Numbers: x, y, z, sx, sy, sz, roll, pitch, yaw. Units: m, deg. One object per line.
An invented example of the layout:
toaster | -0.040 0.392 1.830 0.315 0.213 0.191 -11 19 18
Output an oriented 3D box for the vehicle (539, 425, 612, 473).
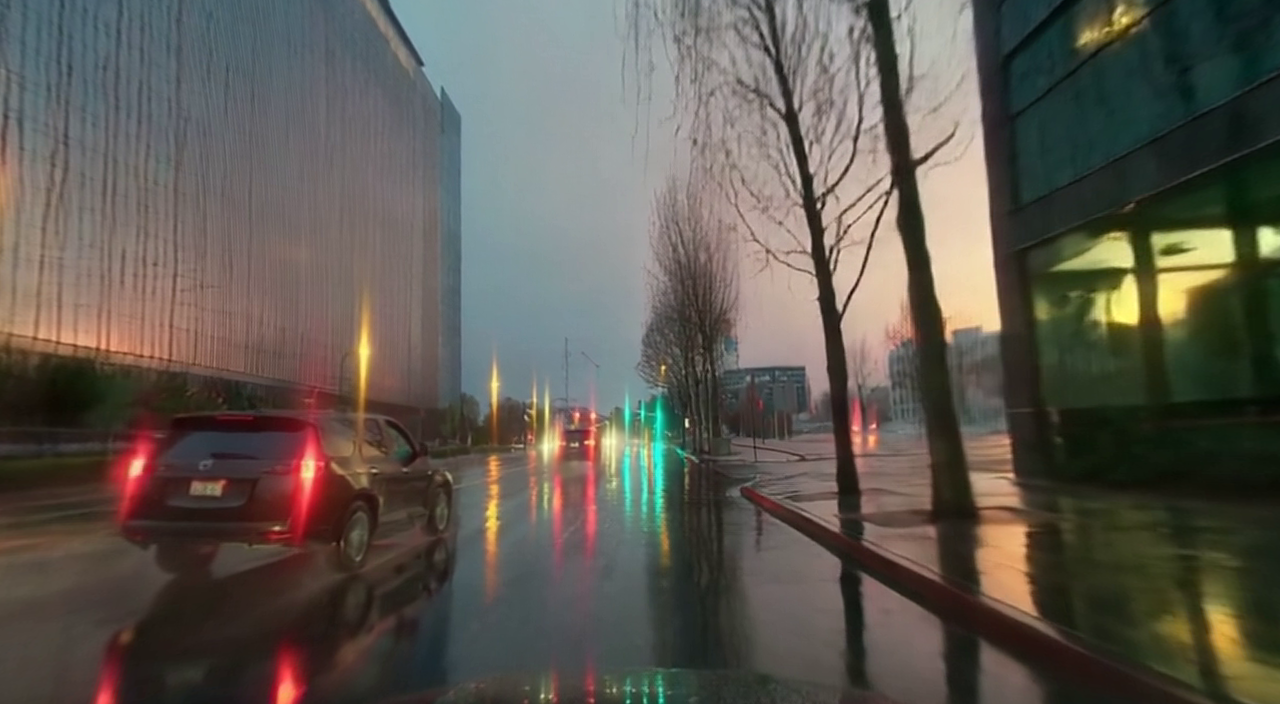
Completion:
vehicle | -2.602 4.141 26.995 2.384 1.849 5.009 0 -9 3

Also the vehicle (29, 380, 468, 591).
vehicle | -3.911 1.454 7.603 2.169 1.741 4.588 0 -9 3
